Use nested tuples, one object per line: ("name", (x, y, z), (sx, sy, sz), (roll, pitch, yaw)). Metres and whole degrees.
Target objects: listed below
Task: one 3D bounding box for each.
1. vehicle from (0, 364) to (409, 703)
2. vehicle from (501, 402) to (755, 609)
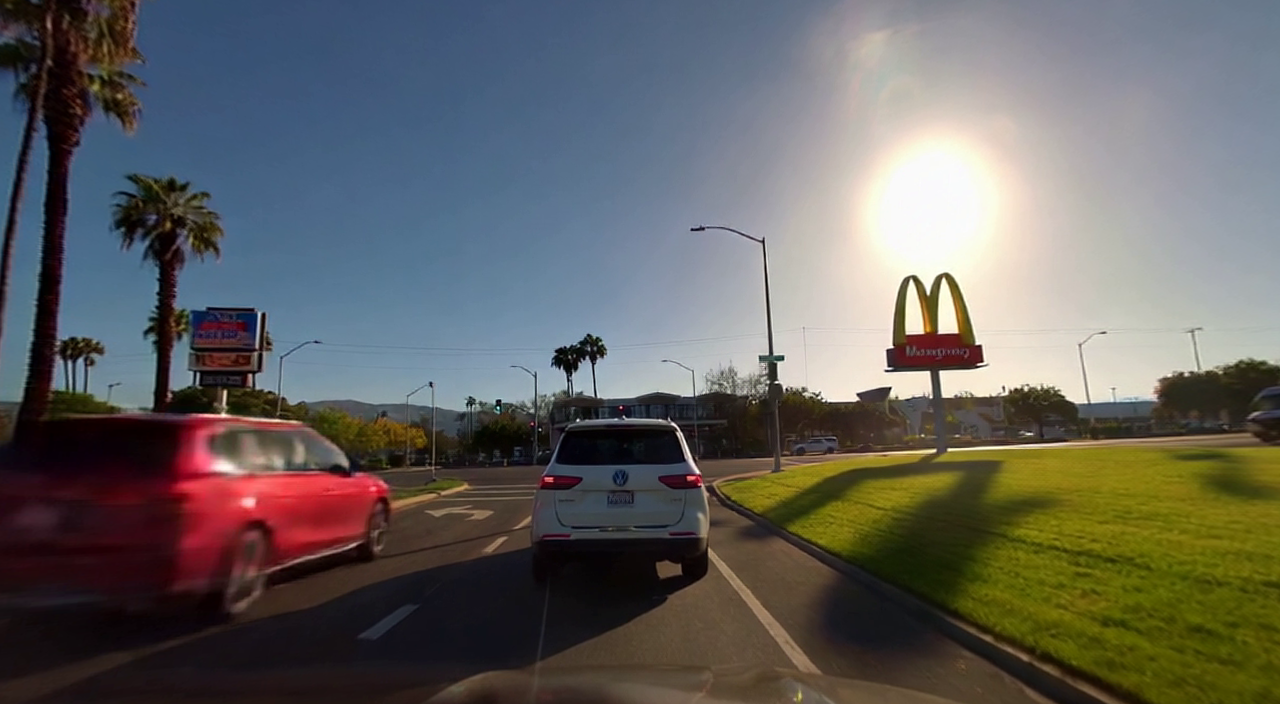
("vehicle", (-3.962, 1.284, 5.485), (2.181, 1.771, 4.567), (0, -9, 0))
("vehicle", (-0.144, 1.594, 7.378), (2.137, 1.728, 3.926), (0, -9, -1))
